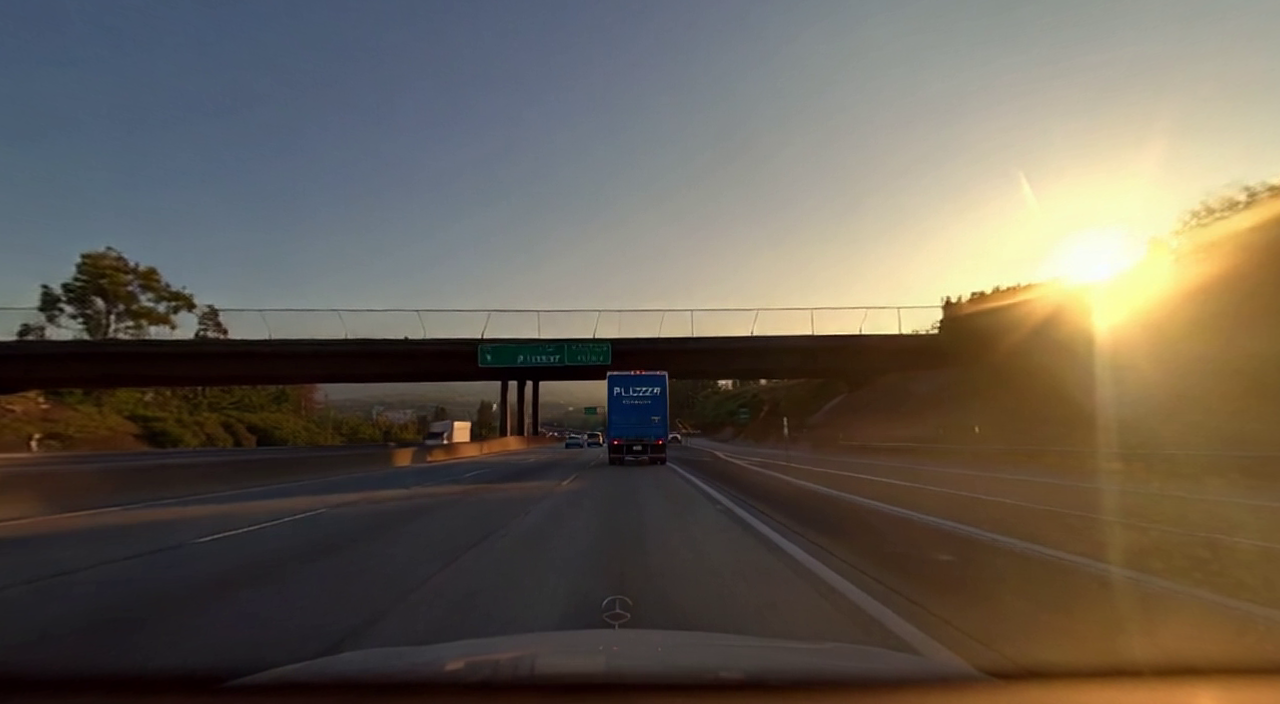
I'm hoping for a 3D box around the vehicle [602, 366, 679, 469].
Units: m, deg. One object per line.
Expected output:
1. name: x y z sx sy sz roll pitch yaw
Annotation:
1. vehicle: -0.106 3.327 30.305 2.926 3.959 11.818 0 -8 -1
